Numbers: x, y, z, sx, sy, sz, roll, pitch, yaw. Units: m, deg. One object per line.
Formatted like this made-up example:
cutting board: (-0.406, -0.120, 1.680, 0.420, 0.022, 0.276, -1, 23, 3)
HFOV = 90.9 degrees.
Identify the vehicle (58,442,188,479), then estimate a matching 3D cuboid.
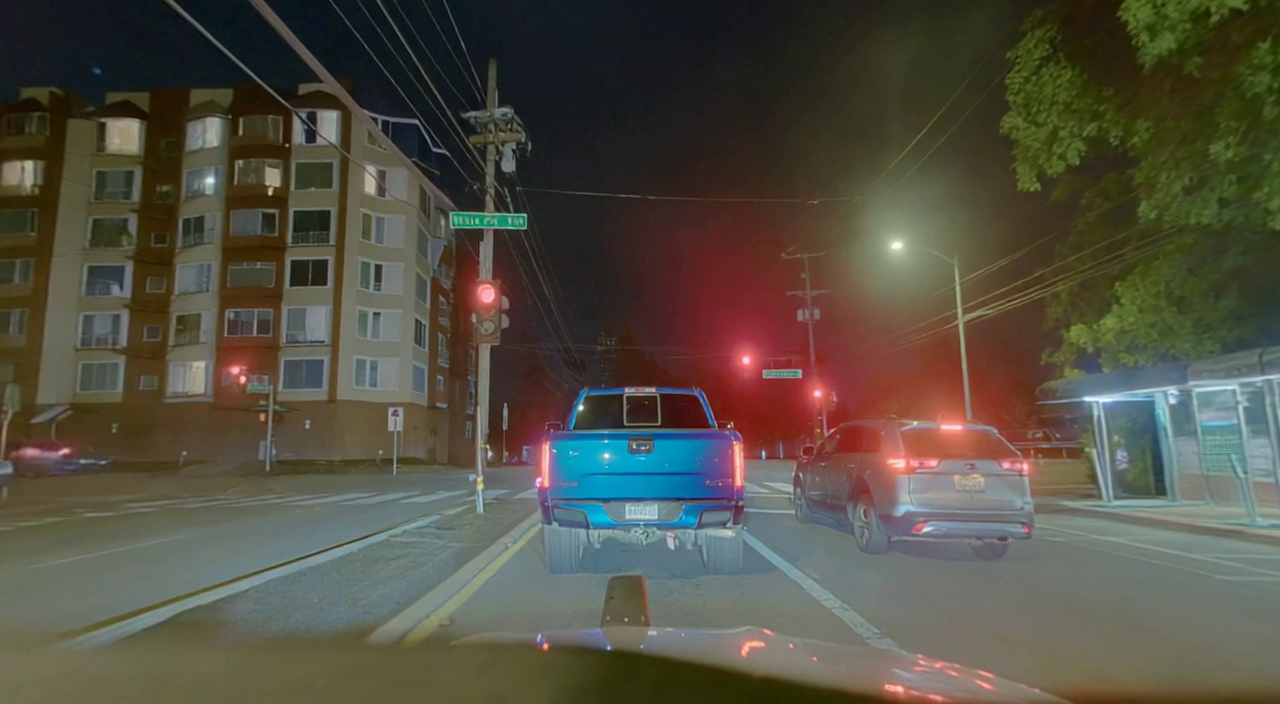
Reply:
vehicle: (-24.818, 5.198, 30.380, 4.563, 1.692, 1.778, 0, -8, -2)

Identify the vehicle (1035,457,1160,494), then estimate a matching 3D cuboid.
vehicle: (21.830, 5.892, 30.180, 4.498, 1.618, 1.843, 0, -9, 0)

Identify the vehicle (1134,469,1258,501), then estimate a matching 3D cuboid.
vehicle: (26.375, 6.290, 29.986, 4.071, 1.388, 1.884, 0, -8, 1)

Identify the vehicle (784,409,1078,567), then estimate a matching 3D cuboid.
vehicle: (3.836, 1.888, 9.557, 2.131, 1.759, 4.762, 0, -8, -1)

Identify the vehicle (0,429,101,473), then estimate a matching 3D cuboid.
vehicle: (-26.152, 4.155, 26.486, 5.043, 1.766, 1.980, 0, -9, -1)

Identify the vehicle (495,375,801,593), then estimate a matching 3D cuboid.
vehicle: (0.101, 1.560, 8.284, 2.738, 1.959, 5.070, 0, -8, 1)
